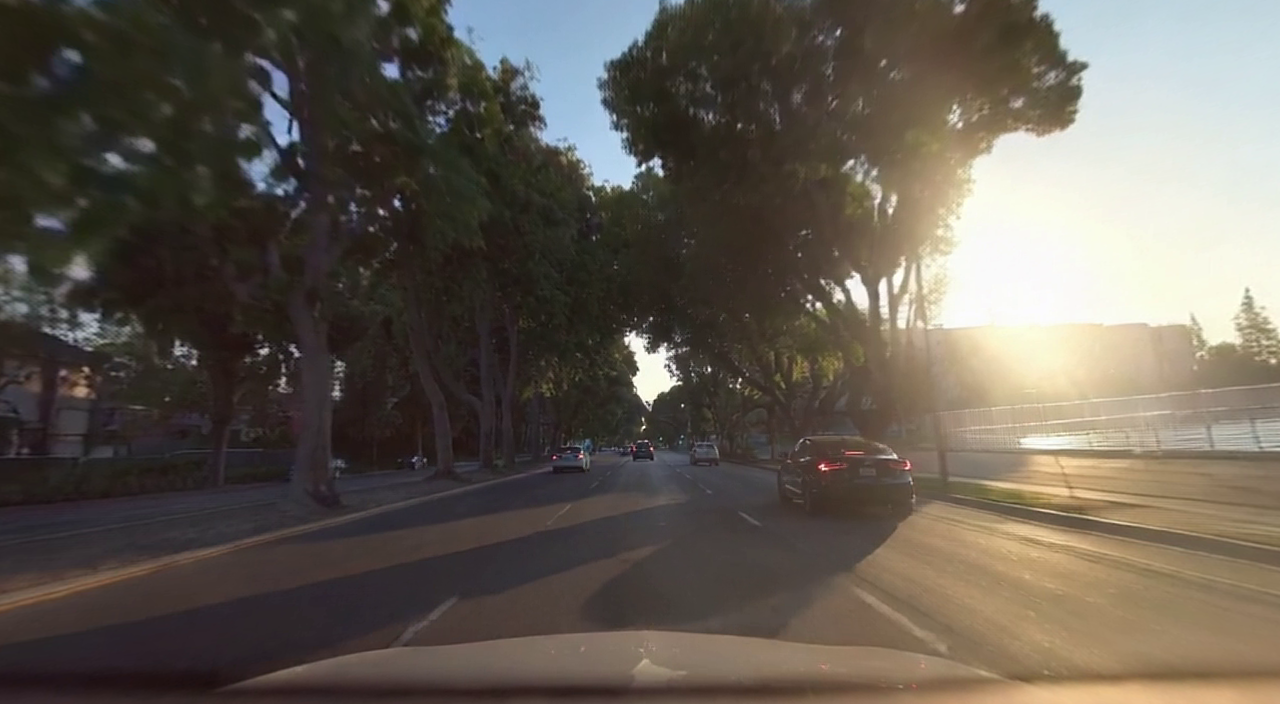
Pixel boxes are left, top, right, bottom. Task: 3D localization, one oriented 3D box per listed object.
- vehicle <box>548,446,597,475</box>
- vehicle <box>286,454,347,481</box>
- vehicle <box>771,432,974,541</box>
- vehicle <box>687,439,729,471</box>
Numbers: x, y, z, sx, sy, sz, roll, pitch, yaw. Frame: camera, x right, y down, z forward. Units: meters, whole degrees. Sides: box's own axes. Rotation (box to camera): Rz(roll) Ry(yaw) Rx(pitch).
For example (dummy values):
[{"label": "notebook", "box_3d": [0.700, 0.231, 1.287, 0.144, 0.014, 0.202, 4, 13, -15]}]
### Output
[{"label": "vehicle", "box_3d": [-3.378, 5.529, 32.316, 2.013, 1.354, 3.908, 0, -9, 1]}, {"label": "vehicle", "box_3d": [-22.455, 7.989, 43.921, 1.959, 1.733, 4.681, 1, -9, -3]}, {"label": "vehicle", "box_3d": [3.717, 2.214, 11.037, 1.919, 1.502, 4.232, 0, -9, 0]}, {"label": "vehicle", "box_3d": [3.888, 5.974, 36.742, 1.980, 1.709, 4.367, 0, -9, 0]}]
